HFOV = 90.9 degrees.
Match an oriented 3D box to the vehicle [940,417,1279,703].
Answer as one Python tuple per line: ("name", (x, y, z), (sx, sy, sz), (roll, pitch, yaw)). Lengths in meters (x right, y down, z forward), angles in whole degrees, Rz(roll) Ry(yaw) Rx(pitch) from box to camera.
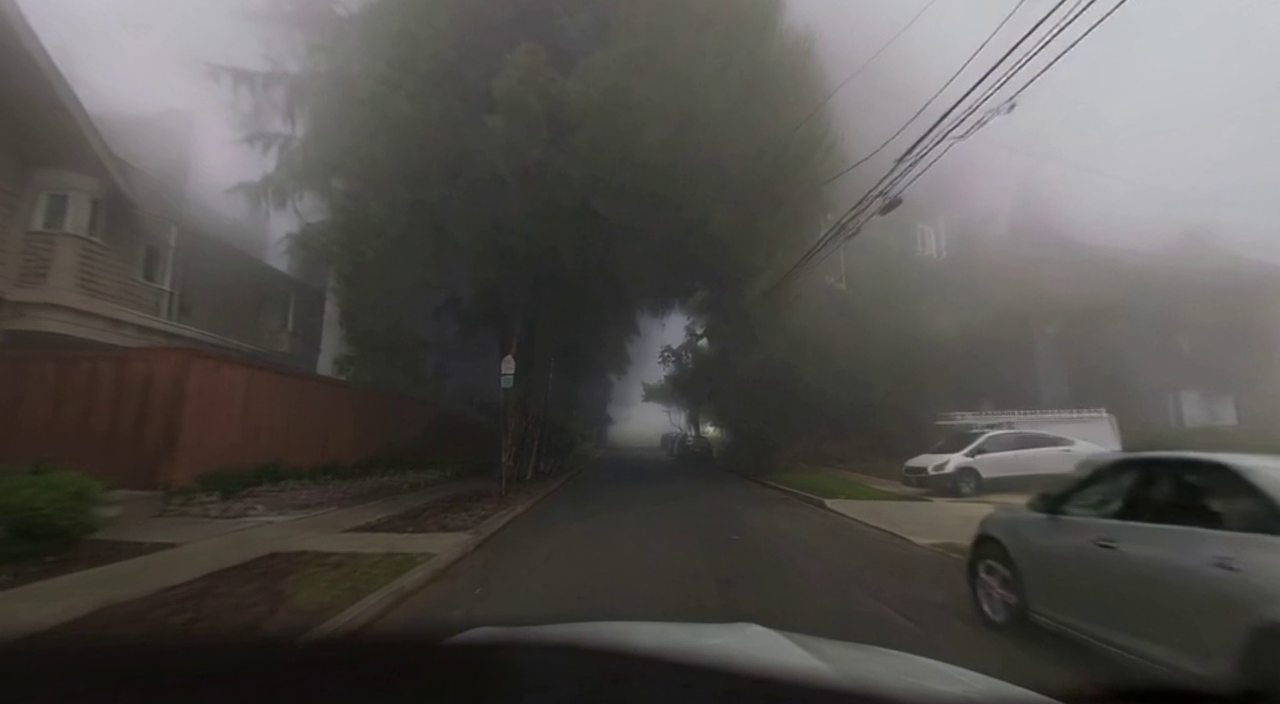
("vehicle", (3.370, 1.104, 3.181), (1.838, 1.496, 3.735), (0, -8, 0))

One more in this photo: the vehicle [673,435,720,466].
("vehicle", (2.923, 5.185, 33.467), (1.955, 1.498, 4.046), (0, -8, -3))
